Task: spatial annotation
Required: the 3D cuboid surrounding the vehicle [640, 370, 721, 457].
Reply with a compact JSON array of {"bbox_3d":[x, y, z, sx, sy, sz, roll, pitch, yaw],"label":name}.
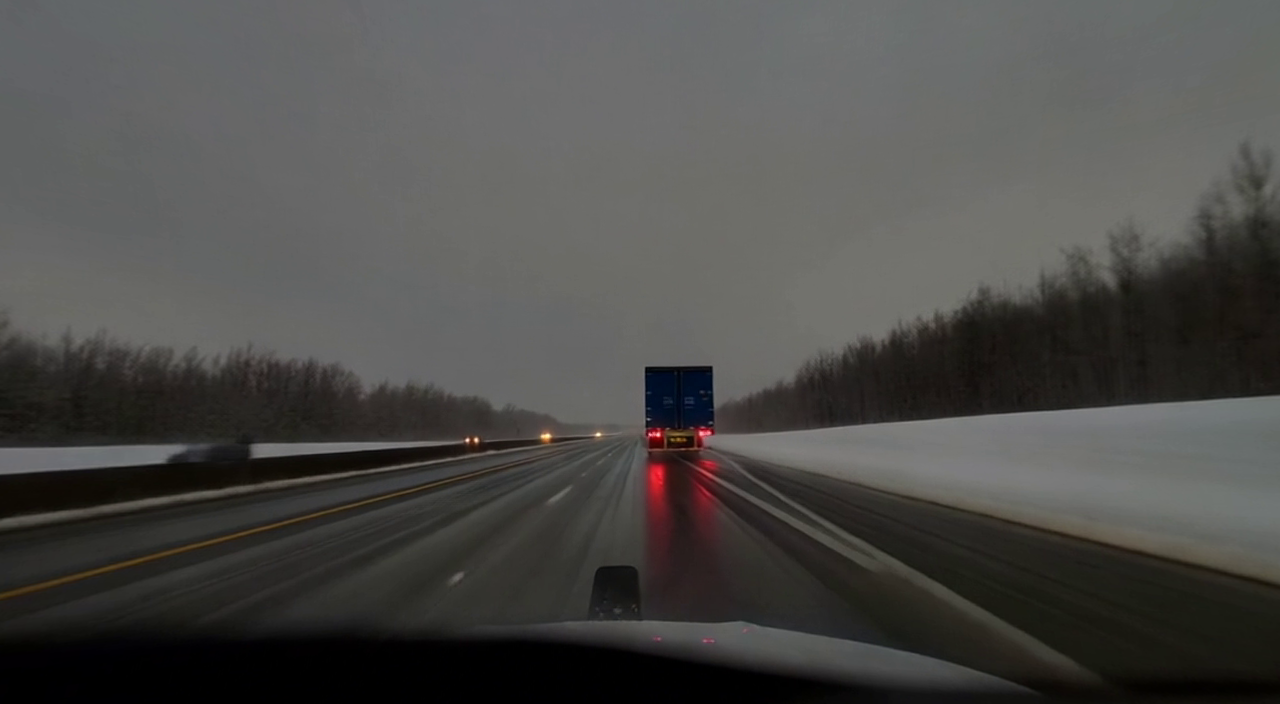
[{"bbox_3d":[1.832,3.425,32.809,3.446,3.698,12.089,0,-8,1],"label":"vehicle"}]
